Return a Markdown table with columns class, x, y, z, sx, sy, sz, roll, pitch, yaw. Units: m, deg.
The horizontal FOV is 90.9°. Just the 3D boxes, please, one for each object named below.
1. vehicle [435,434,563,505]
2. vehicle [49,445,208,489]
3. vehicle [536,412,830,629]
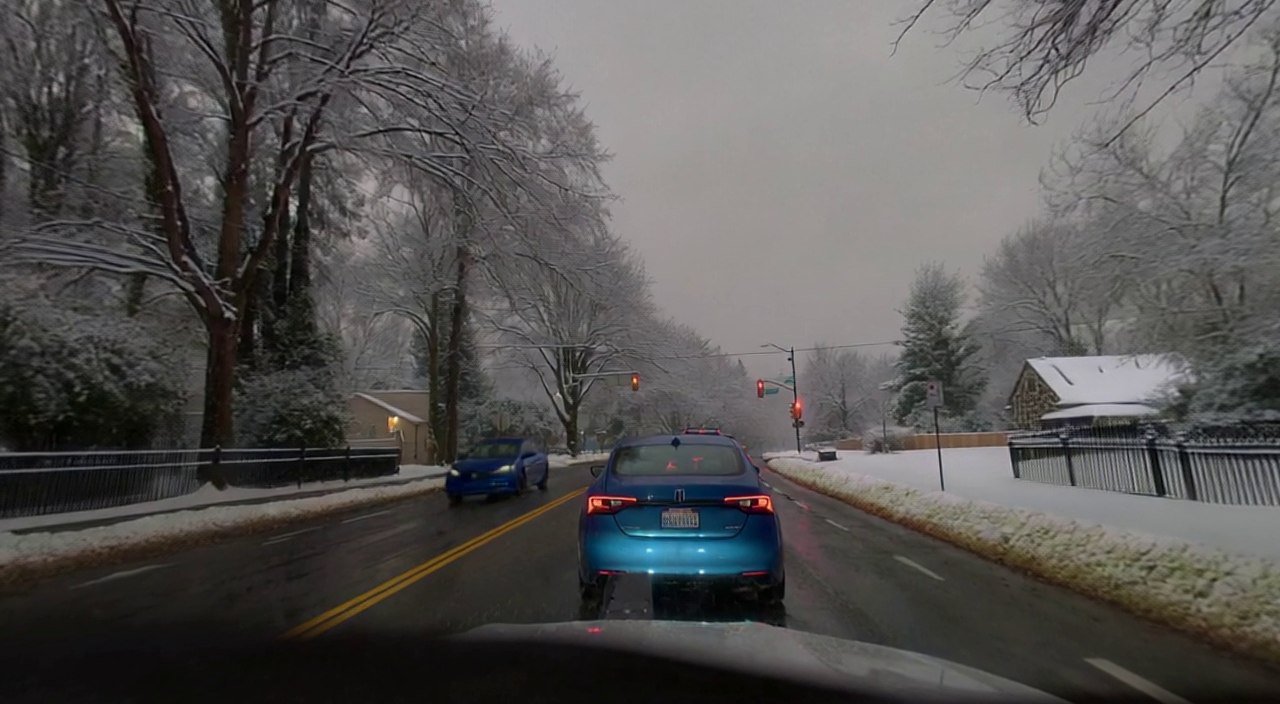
| class | x | y | z | sx | sy | sz | roll | pitch | yaw |
| --- | --- | --- | --- | --- | --- | --- | --- | --- | --- |
| vehicle | -3.611 | 3.132 | 17.035 | 2.160 | 1.507 | 4.470 | -5 | -10 | 4 |
| vehicle | -18.108 | 4.069 | 22.414 | 4.069 | 1.445 | 2.063 | -2 | -9 | 8 |
| vehicle | 0.338 | 1.480 | 6.489 | 2.070 | 1.516 | 3.936 | 0 | -8 | 1 |
